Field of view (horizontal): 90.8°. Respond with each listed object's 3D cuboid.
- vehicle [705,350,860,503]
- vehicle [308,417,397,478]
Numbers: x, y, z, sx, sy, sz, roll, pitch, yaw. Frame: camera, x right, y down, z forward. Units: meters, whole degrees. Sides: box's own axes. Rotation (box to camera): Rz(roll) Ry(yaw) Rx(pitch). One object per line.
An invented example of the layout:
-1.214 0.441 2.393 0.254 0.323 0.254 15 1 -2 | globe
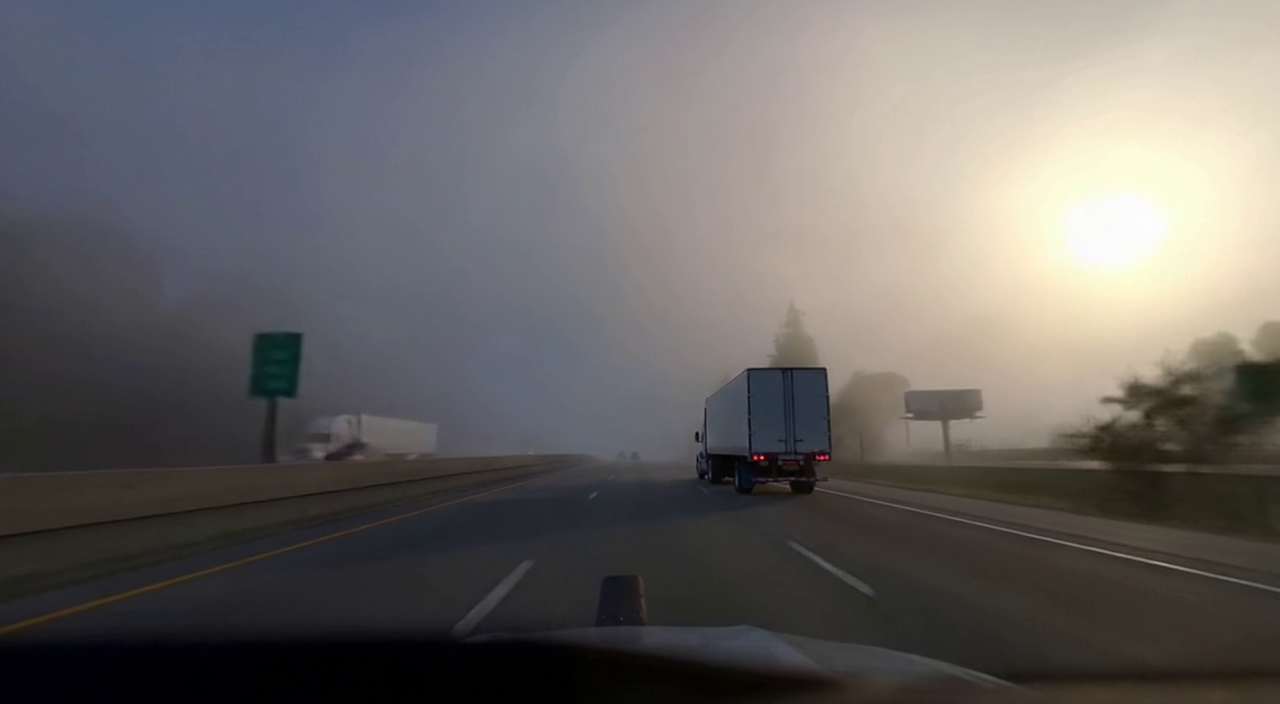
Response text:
4.633 3.012 23.978 3.058 4.312 12.251 0 -9 0 | vehicle
-20.477 6.872 45.416 3.367 4.049 6.073 0 -9 0 | vehicle
